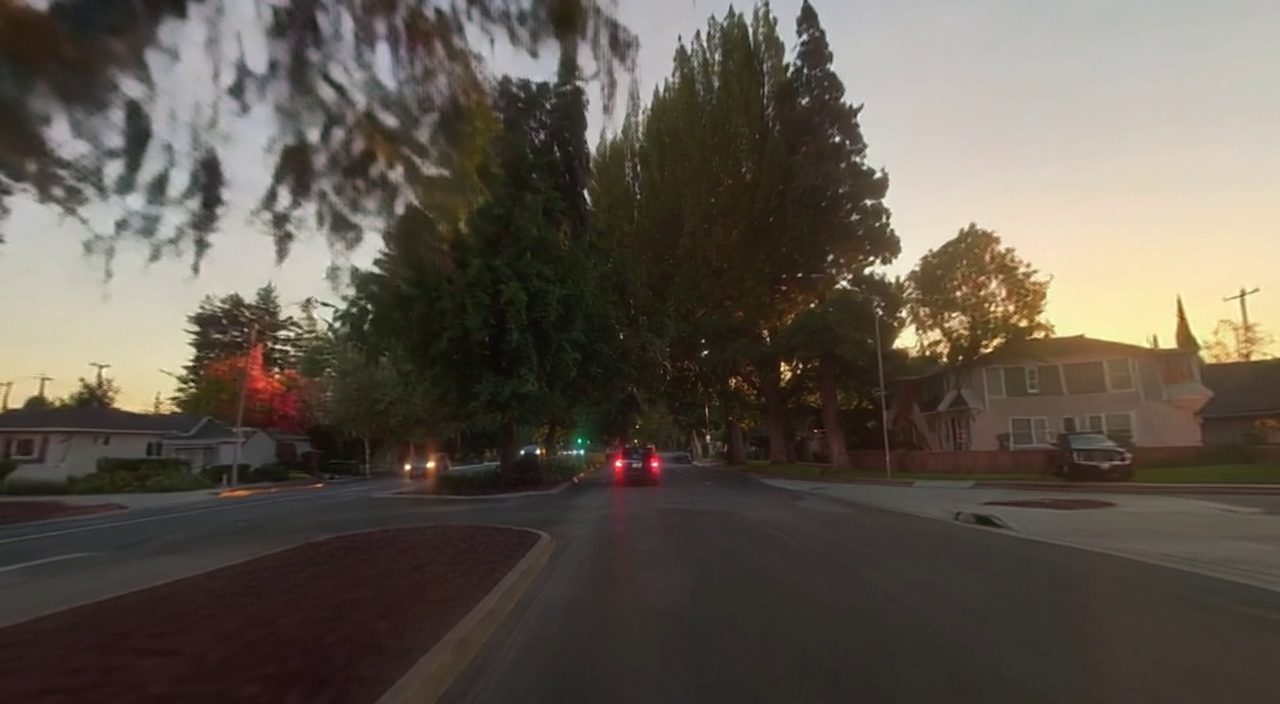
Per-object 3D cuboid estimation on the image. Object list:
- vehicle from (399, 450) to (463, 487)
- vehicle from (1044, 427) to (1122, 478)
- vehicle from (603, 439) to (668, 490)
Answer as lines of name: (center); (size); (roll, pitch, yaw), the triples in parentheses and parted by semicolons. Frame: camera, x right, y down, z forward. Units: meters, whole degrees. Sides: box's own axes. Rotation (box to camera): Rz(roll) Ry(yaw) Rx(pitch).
vehicle: (-9.321, 5.189, 28.454); (1.861, 1.516, 3.752); (1, -8, -5)
vehicle: (17.568, 3.923, 24.956); (2.128, 1.771, 4.721); (-6, -10, 38)
vehicle: (-0.143, 3.933, 22.435); (2.106, 1.655, 3.717); (0, -8, 0)
